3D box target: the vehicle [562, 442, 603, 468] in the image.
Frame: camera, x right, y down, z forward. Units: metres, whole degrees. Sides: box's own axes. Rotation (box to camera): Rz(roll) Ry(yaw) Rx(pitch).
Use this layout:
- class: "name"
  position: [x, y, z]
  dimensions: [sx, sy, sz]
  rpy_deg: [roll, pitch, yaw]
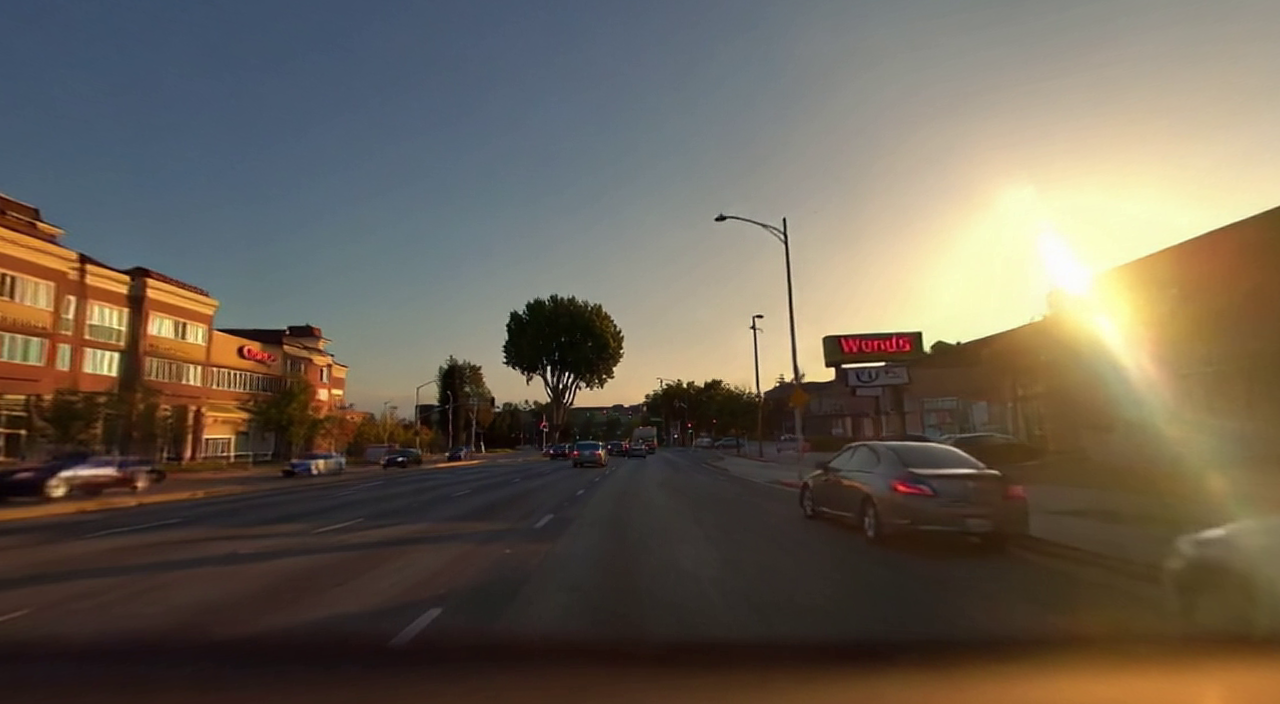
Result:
- class: "vehicle"
  position: [-3.522, 6.437, 39.681]
  dimensions: [2.179, 1.490, 4.742]
  rpy_deg: [0, -9, 0]

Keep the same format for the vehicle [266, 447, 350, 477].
- class: "vehicle"
  position: [-18.427, 6.104, 35.347]
  dimensions: [2.151, 1.495, 4.703]
  rpy_deg: [0, -9, 0]

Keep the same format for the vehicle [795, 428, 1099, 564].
- class: "vehicle"
  position: [3.971, 1.946, 9.347]
  dimensions: [2.085, 1.479, 4.633]
  rpy_deg: [0, -9, -1]

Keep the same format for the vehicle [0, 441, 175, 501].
- class: "vehicle"
  position: [-17.692, 3.706, 20.124]
  dimensions: [2.102, 1.679, 4.690]
  rpy_deg: [0, -9, 0]

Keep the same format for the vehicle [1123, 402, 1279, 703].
- class: "vehicle"
  position: [3.895, 0.748, 1.334]
  dimensions: [1.922, 1.507, 4.824]
  rpy_deg: [0, -9, 0]
